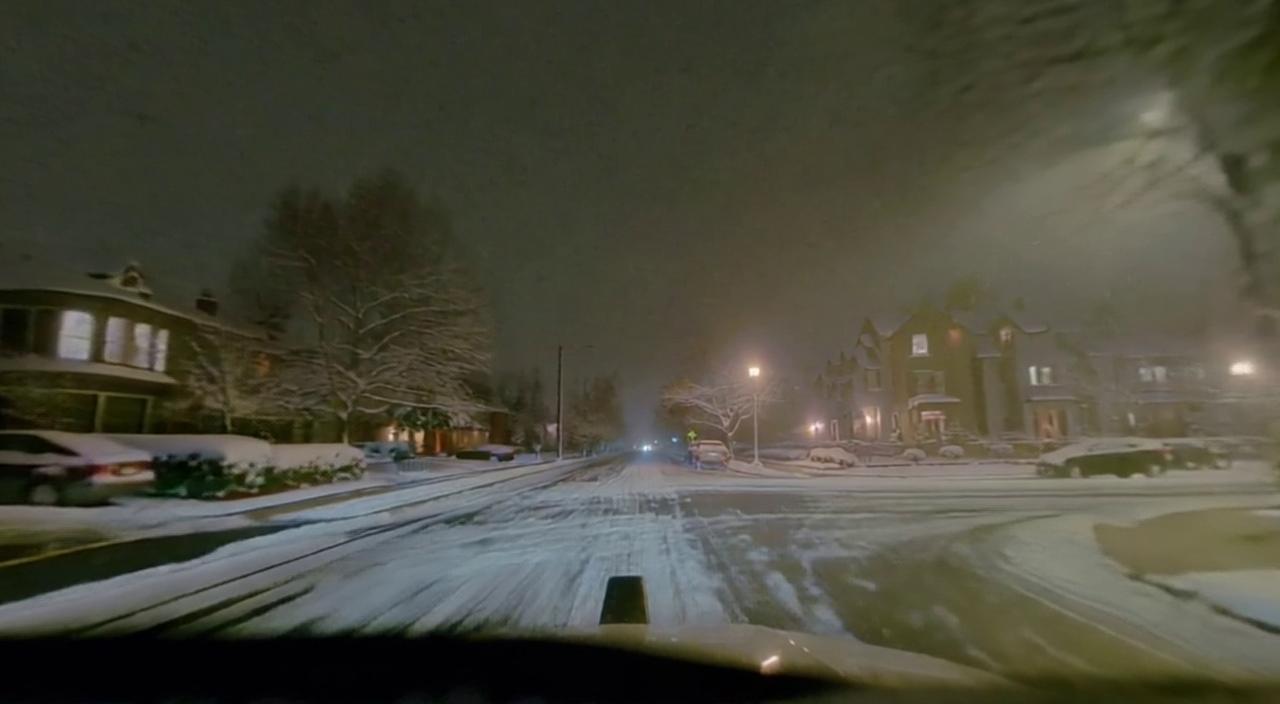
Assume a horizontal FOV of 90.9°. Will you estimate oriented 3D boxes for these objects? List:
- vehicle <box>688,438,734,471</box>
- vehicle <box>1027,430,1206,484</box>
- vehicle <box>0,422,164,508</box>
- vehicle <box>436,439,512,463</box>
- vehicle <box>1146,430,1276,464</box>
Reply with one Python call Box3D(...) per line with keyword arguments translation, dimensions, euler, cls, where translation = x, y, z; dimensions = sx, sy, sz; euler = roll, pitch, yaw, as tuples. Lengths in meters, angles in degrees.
Box3D(translation=(4.072, 5.968, 36.886), dimensions=(2.046, 1.760, 4.570), euler=(0, -8, -1), cls="vehicle")
Box3D(translation=(17.547, 3.883, 23.478), dimensions=(4.681, 1.810, 2.249), euler=(-2, -8, 5), cls="vehicle")
Box3D(translation=(-13.277, 2.380, 13.460), dimensions=(4.543, 1.691, 1.957), euler=(0, -8, -1), cls="vehicle")
Box3D(translation=(-12.178, 7.250, 46.319), dimensions=(4.906, 1.564, 1.988), euler=(0, -8, 7), cls="vehicle")
Box3D(translation=(27.772, 4.655, 30.908), dimensions=(2.009, 1.538, 4.676), euler=(0, -8, 0), cls="vehicle")
